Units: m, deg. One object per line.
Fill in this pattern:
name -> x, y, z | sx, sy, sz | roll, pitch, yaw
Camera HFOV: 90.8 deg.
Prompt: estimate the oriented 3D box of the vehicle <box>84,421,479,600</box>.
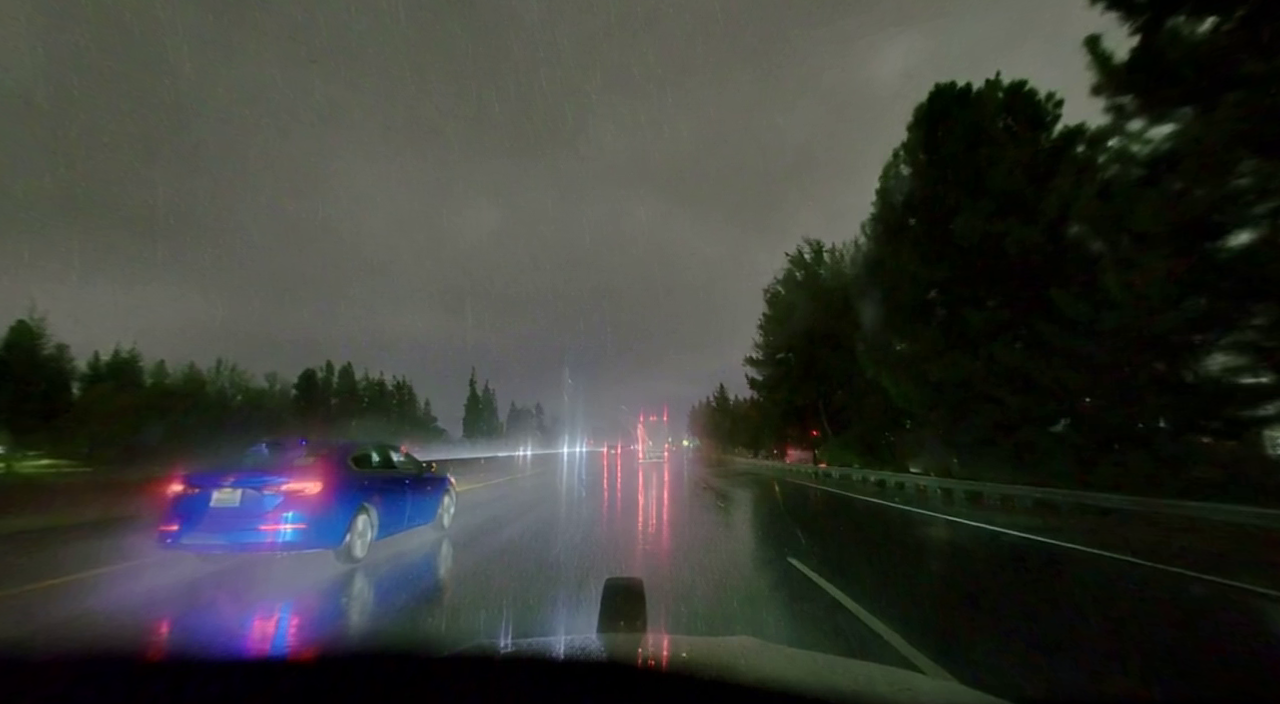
vehicle -> -3.756, 1.764, 7.983 | 1.999, 1.533, 4.870 | -1, -9, 2
